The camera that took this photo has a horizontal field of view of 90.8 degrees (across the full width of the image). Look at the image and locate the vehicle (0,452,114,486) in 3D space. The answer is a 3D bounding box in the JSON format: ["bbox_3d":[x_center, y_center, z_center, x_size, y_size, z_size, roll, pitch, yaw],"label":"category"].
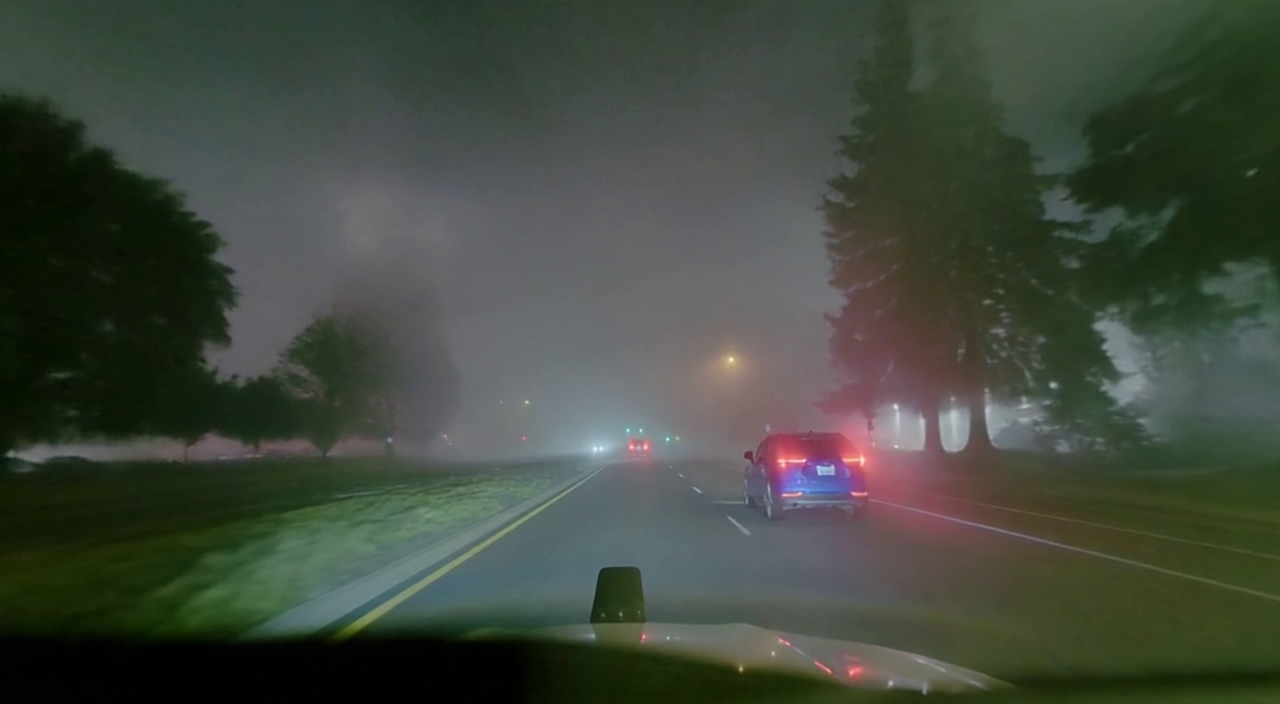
[{"bbox_3d":[-36.423,7.286,39.549,4.983,1.727,2.059,-2,-7,-4],"label":"vehicle"}]

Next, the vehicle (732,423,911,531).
[{"bbox_3d":[3.181,2.287,12.160,2.060,1.665,4.284,0,-8,-1],"label":"vehicle"}]
